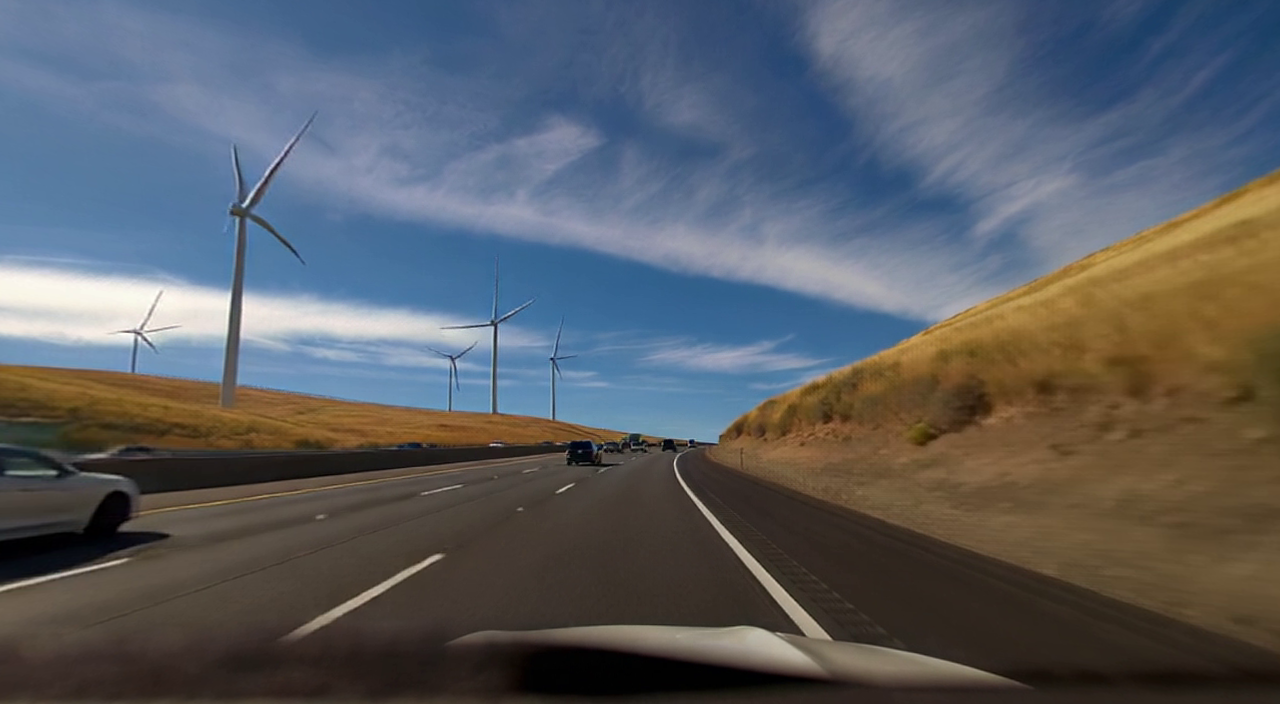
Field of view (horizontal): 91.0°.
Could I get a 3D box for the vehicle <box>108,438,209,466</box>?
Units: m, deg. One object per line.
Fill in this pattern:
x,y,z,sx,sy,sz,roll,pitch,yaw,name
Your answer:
-28.188,5.862,37.098,1.872,1.541,4.980,0,-9,2,vehicle

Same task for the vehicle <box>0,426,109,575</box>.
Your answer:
-7.694,1.382,5.443,2.015,1.537,4.728,0,-9,1,vehicle

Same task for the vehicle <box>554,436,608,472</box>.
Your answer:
-2.934,5.202,32.348,2.118,1.702,4.355,0,-8,3,vehicle
